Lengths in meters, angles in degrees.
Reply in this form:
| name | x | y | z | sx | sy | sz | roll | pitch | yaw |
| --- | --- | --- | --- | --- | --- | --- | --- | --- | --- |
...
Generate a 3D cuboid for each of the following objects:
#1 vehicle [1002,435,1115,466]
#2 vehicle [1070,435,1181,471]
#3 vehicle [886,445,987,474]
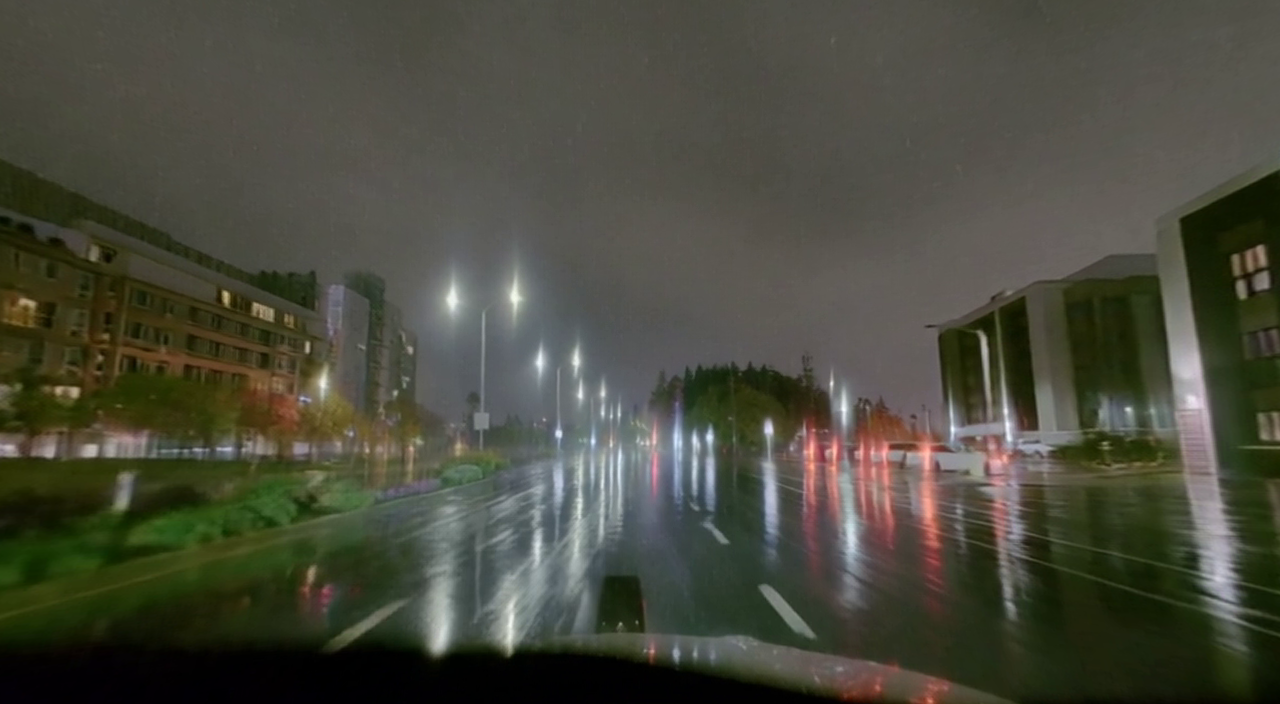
| name | x | y | z | sx | sy | sz | roll | pitch | yaw |
| --- | --- | --- | --- | --- | --- | --- | --- | --- | --- |
| vehicle | 27.201 | 6.413 | 41.093 | 5.663 | 1.895 | 2.229 | -1 | -8 | 3 |
| vehicle | 27.731 | 5.766 | 36.059 | 4.627 | 1.659 | 1.882 | -4 | -7 | 1 |
| vehicle | 15.613 | 5.678 | 33.374 | 4.331 | 1.469 | 2.008 | -1 | -9 | 3 |
